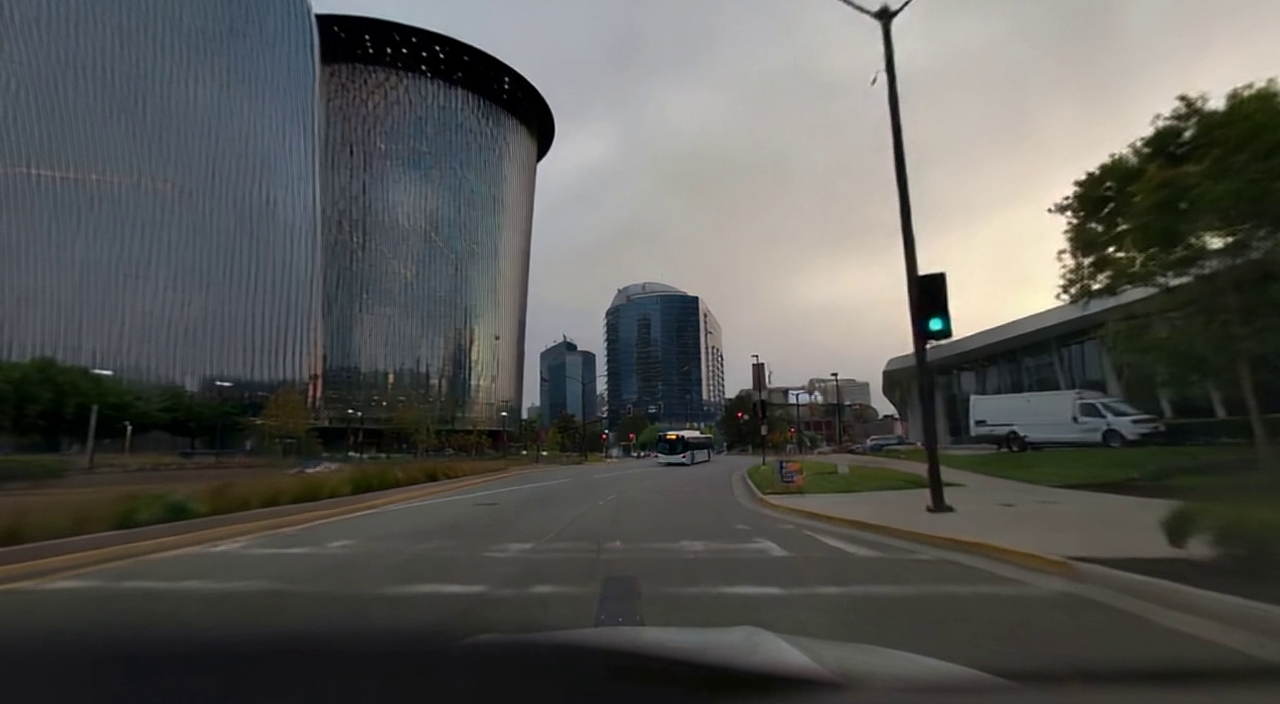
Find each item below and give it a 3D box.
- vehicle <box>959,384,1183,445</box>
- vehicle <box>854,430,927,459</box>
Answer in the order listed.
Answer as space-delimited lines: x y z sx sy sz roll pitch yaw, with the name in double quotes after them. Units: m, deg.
14.368 2.173 21.420 5.745 1.902 2.244 -1 -9 9 "vehicle"
18.665 6.967 47.089 4.647 1.951 2.304 -3 -10 13 "vehicle"
